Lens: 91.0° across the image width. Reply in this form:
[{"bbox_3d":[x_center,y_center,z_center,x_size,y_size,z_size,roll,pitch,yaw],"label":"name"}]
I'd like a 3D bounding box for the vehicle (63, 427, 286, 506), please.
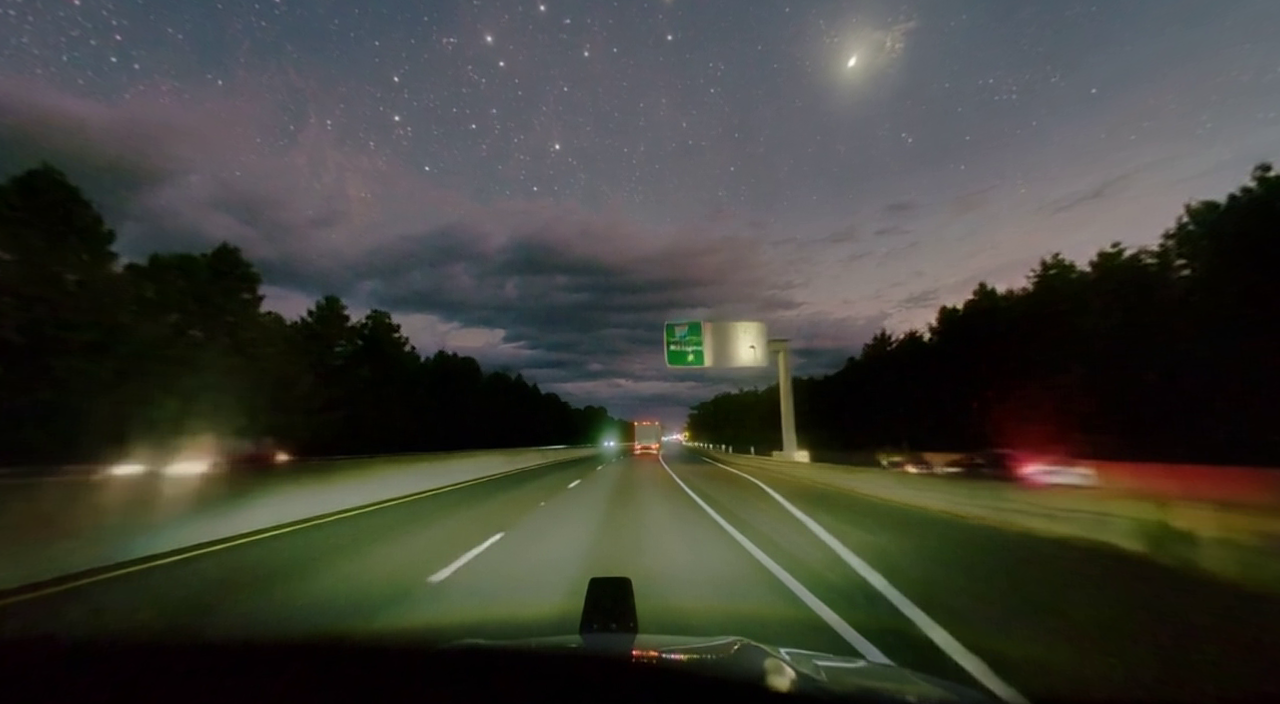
[{"bbox_3d":[-11.248,2.769,15.791,2.053,1.638,4.747,0,-8,-2],"label":"vehicle"}]
